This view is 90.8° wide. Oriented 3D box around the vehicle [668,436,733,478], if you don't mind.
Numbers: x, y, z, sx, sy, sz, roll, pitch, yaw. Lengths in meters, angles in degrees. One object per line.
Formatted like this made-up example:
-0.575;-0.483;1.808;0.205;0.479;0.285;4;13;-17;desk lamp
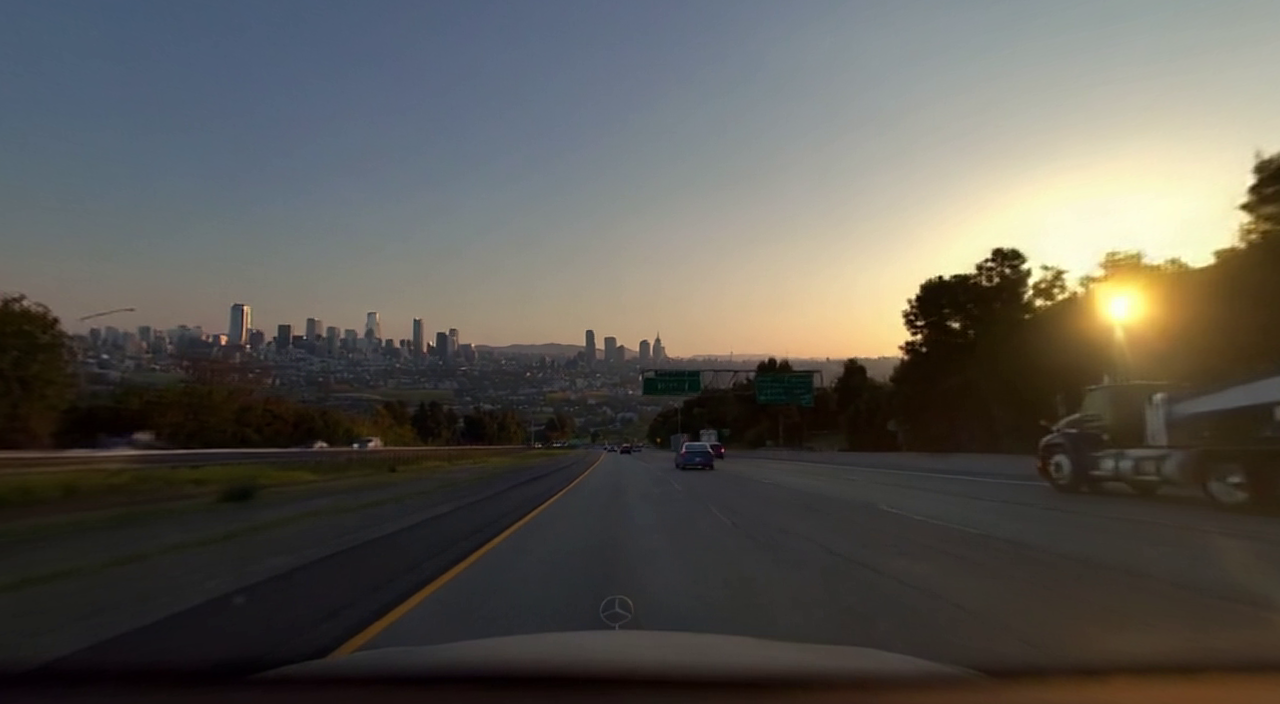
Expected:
2.646;4.766;28.903;2.305;1.729;4.526;0;-8;-3;vehicle

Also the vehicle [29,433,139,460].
-34.801;5.948;39.794;2.174;1.571;5.284;0;-8;-2;vehicle

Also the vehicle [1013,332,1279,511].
14.382;2.005;16.762;3.034;3.572;9.491;0;-8;-1;vehicle
